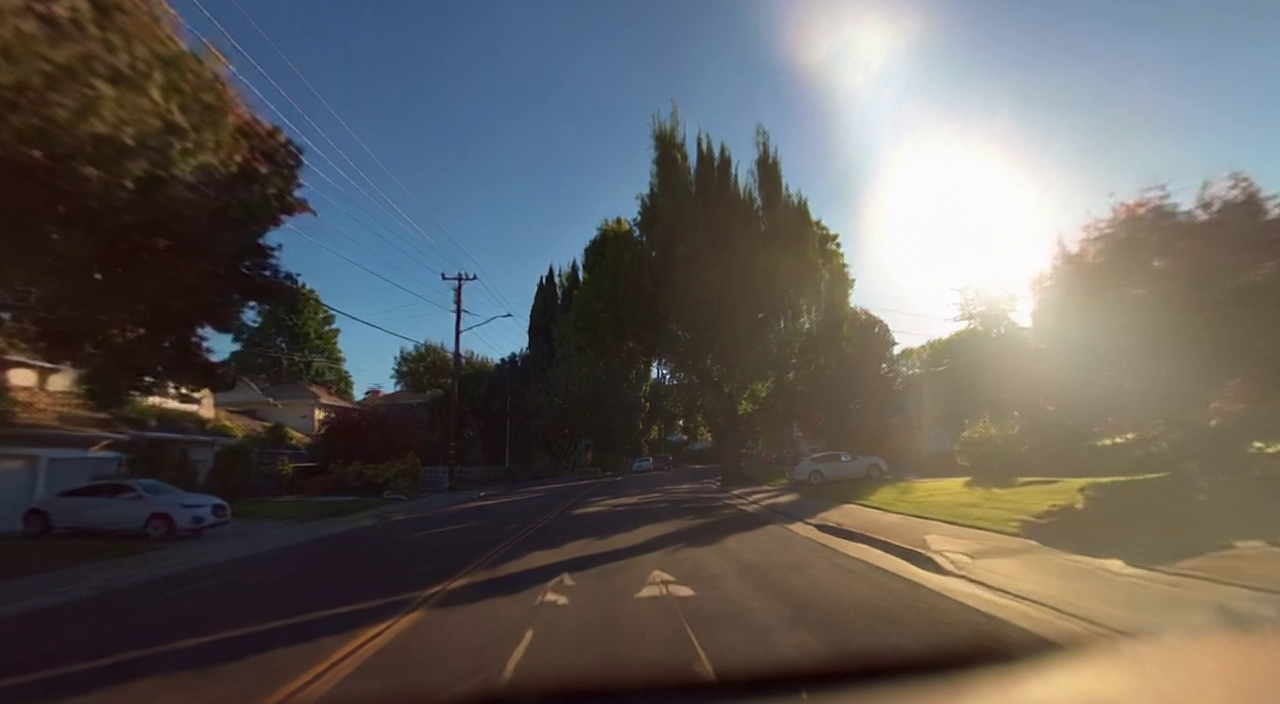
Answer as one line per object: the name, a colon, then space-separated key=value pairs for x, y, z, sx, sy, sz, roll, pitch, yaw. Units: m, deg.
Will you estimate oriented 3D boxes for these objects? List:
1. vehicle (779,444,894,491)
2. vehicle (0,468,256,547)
vehicle: x=7.723 y=4.537 z=25.064 sx=3.846 sy=1.725 sz=1.920 roll=0 pitch=-9 yaw=-4
vehicle: x=-11.698 y=3.536 z=14.658 sx=4.243 sy=1.598 sz=2.003 roll=-1 pitch=-9 yaw=3
